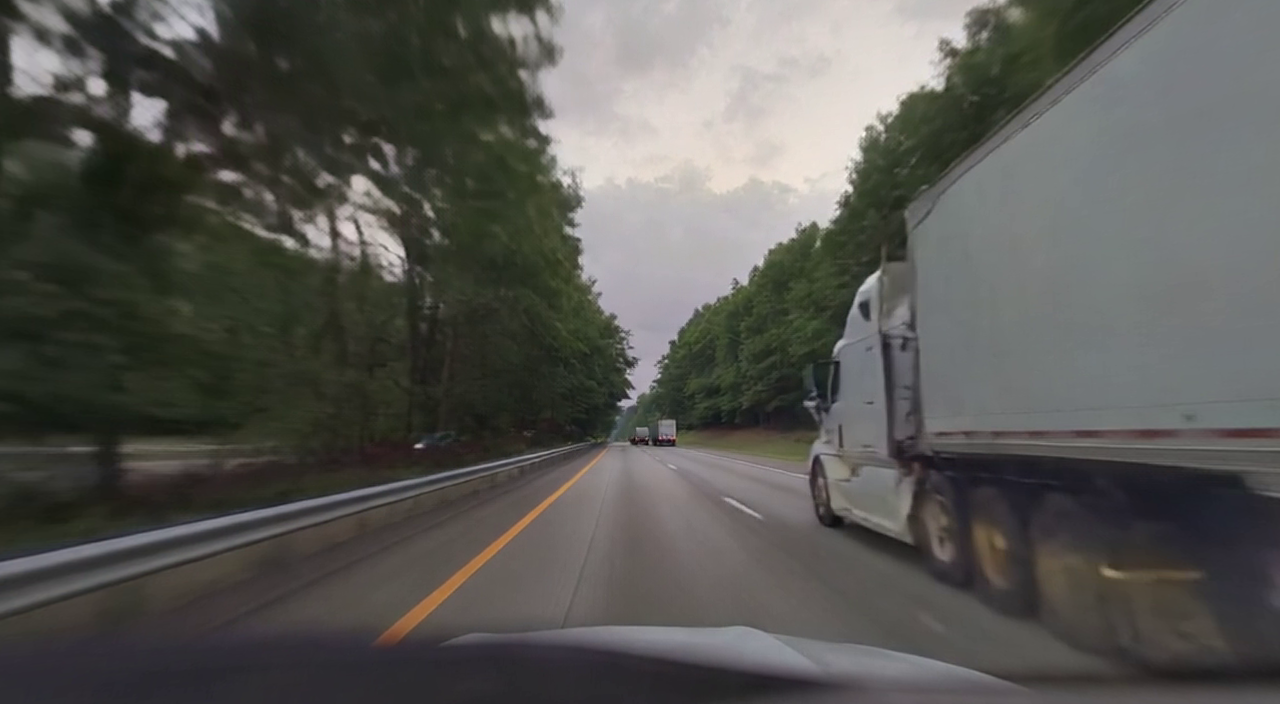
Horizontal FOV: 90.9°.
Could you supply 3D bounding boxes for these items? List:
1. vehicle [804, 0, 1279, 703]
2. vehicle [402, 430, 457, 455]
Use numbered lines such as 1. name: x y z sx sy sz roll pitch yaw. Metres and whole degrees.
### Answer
1. vehicle: 4.267 0.014 4.704 2.967 3.980 10.471 0 -8 -2
2. vehicle: -13.408 5.775 40.488 2.009 1.475 4.663 0 -8 -1
